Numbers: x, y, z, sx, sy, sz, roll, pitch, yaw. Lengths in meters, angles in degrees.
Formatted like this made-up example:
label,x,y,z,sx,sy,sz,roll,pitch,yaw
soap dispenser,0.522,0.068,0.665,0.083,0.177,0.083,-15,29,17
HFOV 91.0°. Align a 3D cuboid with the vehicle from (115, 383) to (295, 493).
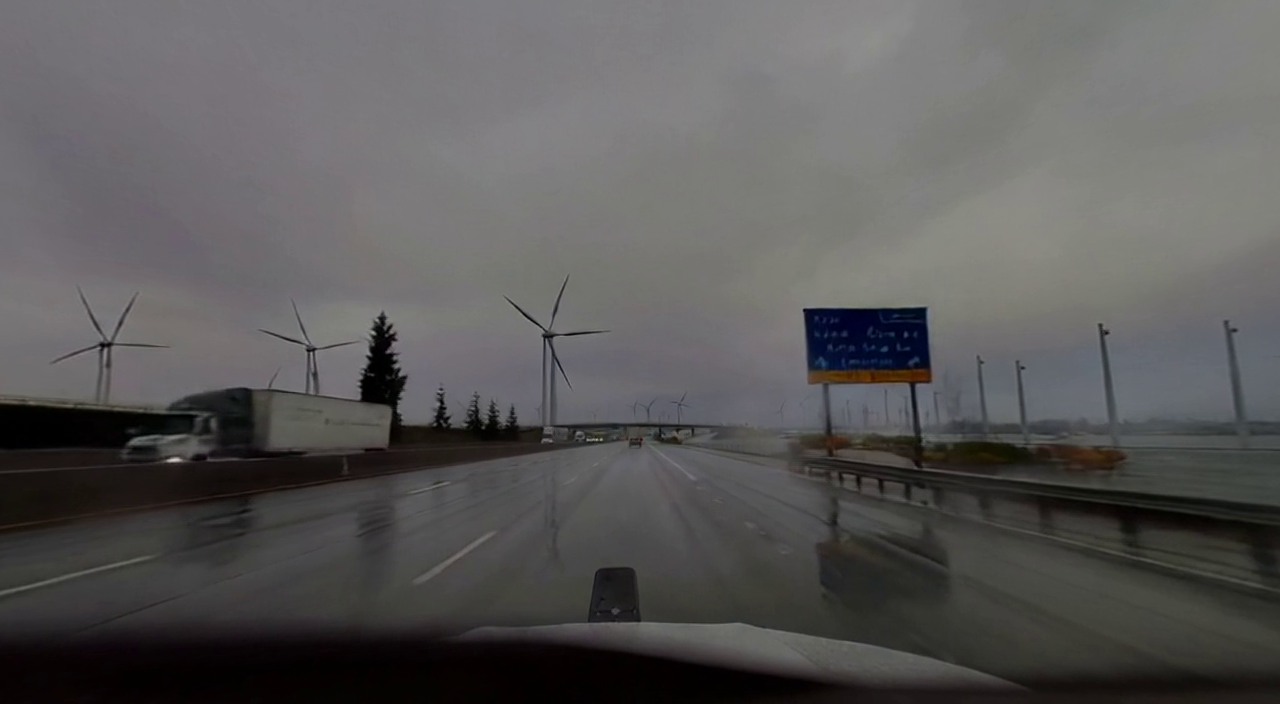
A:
label,x,y,z,sx,sy,sz,roll,pitch,yaw
vehicle,-17.193,3.489,25.506,3.021,3.900,5.847,0,-8,-1
